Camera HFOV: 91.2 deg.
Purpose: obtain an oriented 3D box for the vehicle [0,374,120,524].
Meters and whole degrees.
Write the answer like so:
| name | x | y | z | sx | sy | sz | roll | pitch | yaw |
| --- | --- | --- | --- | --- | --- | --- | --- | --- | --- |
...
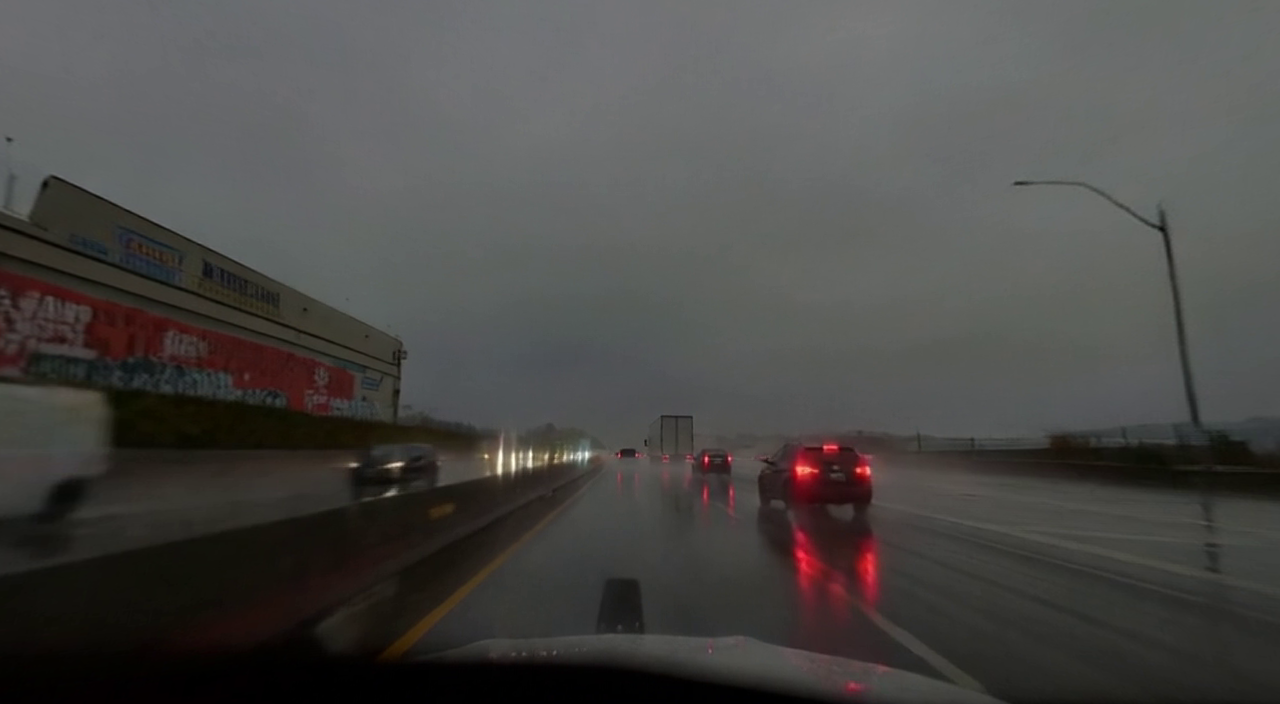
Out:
| name | x | y | z | sx | sy | sz | roll | pitch | yaw |
| --- | --- | --- | --- | --- | --- | --- | --- | --- | --- |
| vehicle | -12.027 | 1.521 | 9.783 | 2.373 | 2.502 | 6.255 | 0 | -9 | 0 |

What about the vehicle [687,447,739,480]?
| name | x | y | z | sx | sy | sz | roll | pitch | yaw |
| --- | --- | --- | --- | --- | --- | --- | --- | --- | --- |
| vehicle | 3.730 | 5.794 | 32.913 | 2.085 | 1.588 | 4.436 | 0 | -9 | -2 |

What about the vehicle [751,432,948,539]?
| name | x | y | z | sx | sy | sz | roll | pitch | yaw |
| --- | --- | --- | --- | --- | --- | --- | --- | --- | --- |
| vehicle | 3.600 | 2.395 | 11.908 | 2.045 | 1.605 | 4.674 | 0 | -9 | -1 |

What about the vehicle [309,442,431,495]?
| name | x | y | z | sx | sy | sz | roll | pitch | yaw |
| --- | --- | --- | --- | --- | --- | --- | --- | --- | --- |
| vehicle | -8.756 | 3.806 | 20.861 | 1.965 | 1.527 | 4.704 | 0 | -9 | 0 |
